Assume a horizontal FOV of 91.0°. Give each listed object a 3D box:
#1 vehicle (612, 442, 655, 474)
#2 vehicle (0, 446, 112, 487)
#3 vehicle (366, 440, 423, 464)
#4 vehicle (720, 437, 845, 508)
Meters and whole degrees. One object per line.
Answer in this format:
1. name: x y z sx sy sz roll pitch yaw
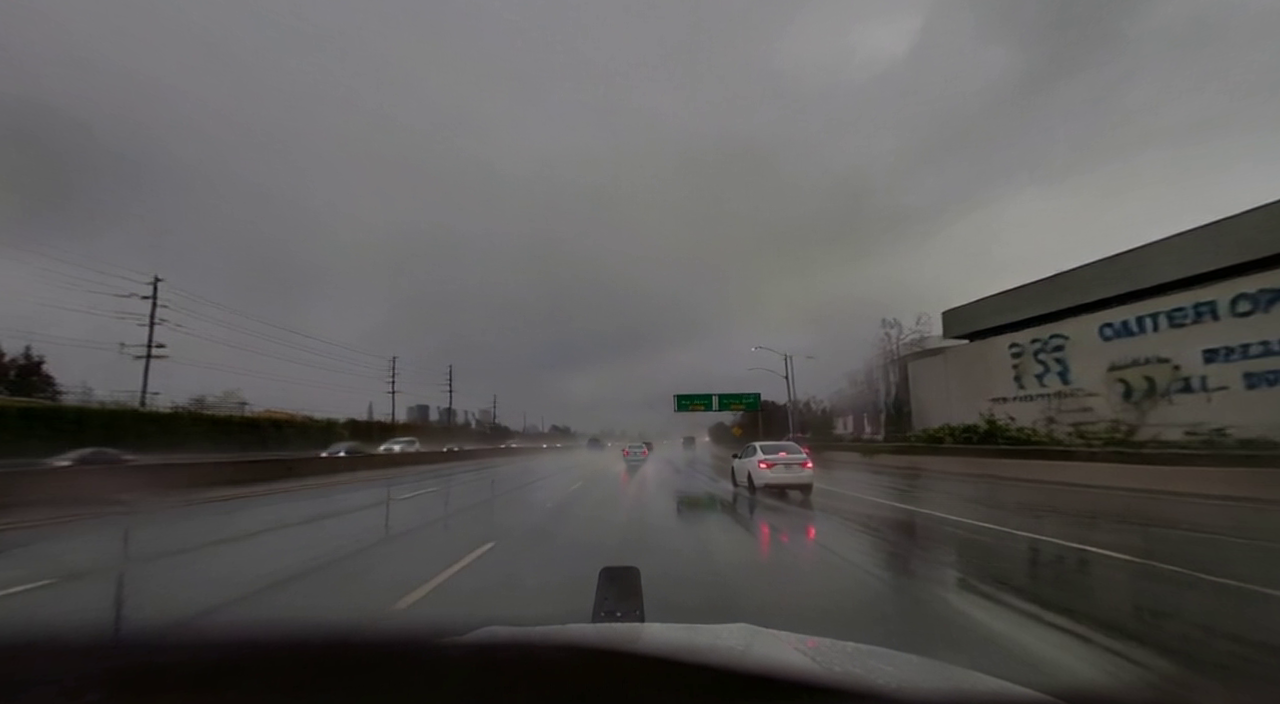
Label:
1. vehicle: -0.337 5.333 31.890 2.019 1.472 3.971 0 -8 -1
2. vehicle: -27.621 5.218 29.180 2.085 1.710 4.800 0 -8 0
3. vehicle: -16.877 6.888 43.528 1.995 1.569 4.734 0 -8 0
4. vehicle: 3.399 2.957 16.017 1.995 1.533 4.463 0 -8 -2
